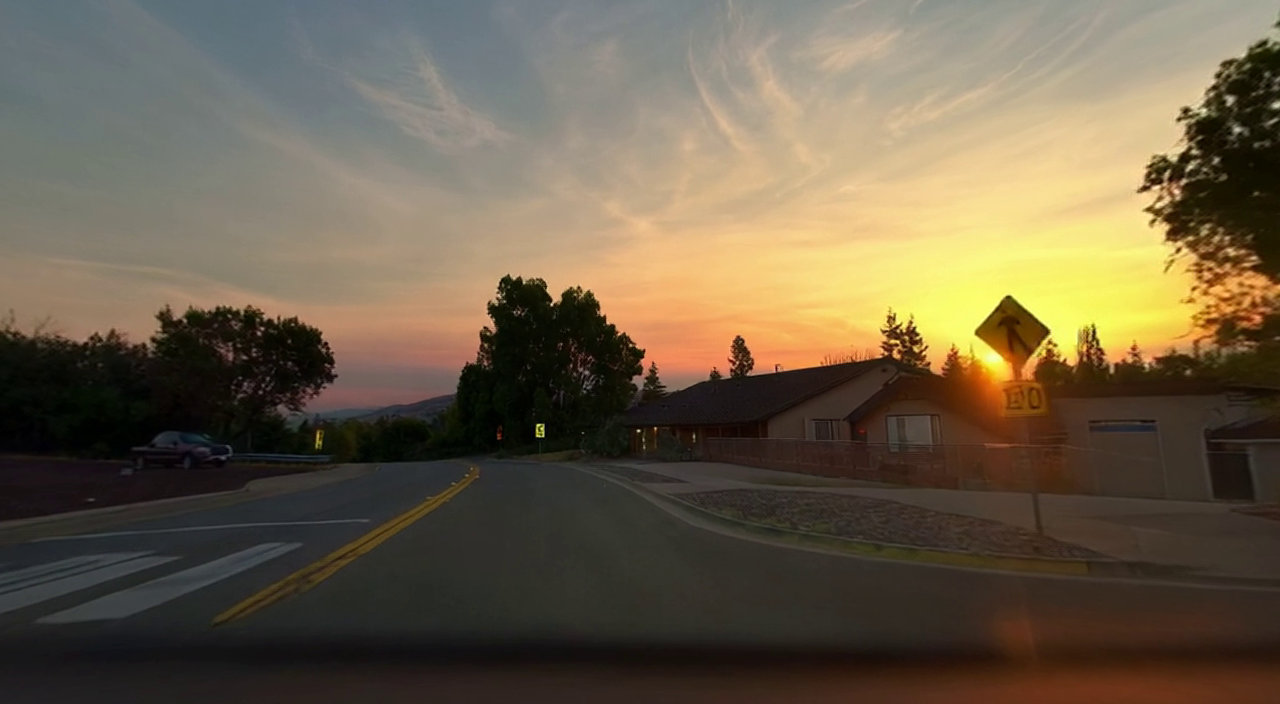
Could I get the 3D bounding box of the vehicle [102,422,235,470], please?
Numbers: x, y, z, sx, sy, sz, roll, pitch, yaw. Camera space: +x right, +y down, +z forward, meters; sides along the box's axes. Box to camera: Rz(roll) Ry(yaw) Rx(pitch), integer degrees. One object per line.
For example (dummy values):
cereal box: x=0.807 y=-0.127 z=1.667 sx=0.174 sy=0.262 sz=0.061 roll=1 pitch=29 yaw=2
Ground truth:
vehicle: x=-21.001 y=4.195 z=28.128 sx=4.699 sy=1.996 sz=2.116 roll=-2 pitch=-9 yaw=15
